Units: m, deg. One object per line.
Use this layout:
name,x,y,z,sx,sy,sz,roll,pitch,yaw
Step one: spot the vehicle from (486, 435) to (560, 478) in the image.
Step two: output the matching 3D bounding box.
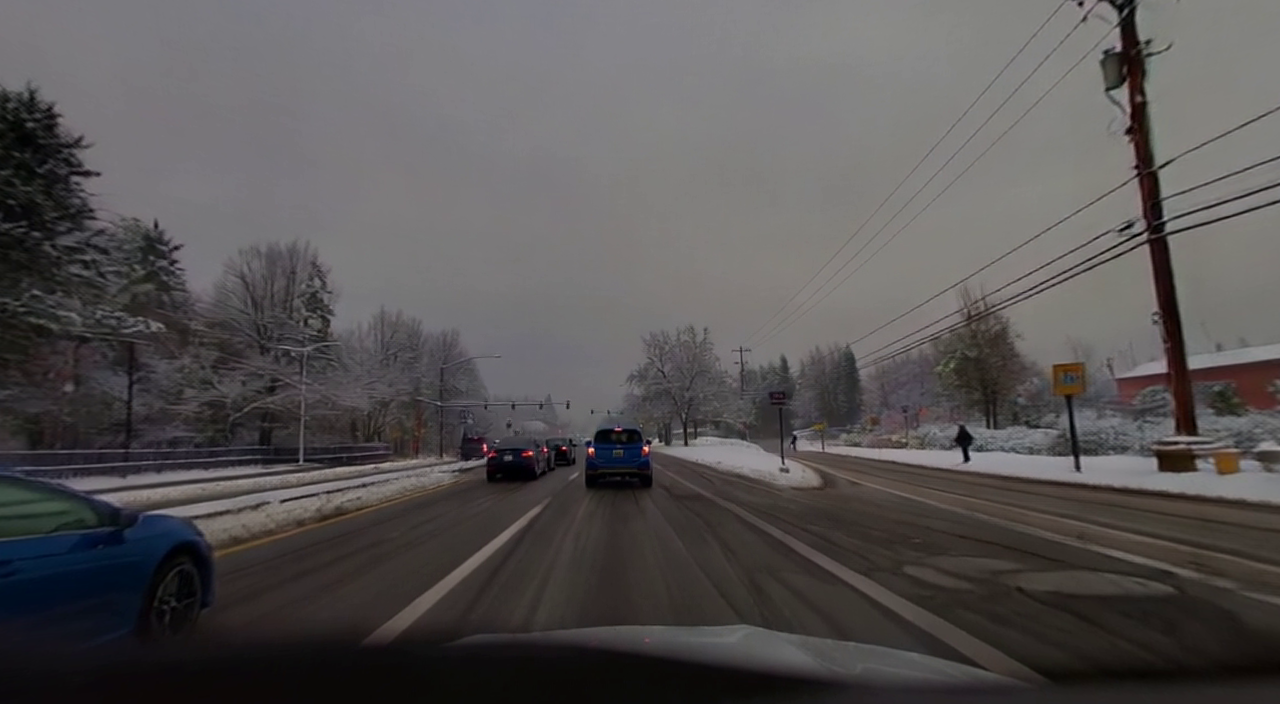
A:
vehicle,-4.390,3.999,24.392,2.087,1.485,4.452,0,-8,-1

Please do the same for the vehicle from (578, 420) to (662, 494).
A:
vehicle,-0.534,2.825,17.270,2.012,1.769,3.897,0,-8,-2

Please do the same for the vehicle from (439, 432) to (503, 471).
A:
vehicle,-7.599,4.506,28.779,1.860,1.634,4.089,0,-8,-2

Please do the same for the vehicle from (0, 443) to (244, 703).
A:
vehicle,-3.609,0.950,1.984,1.865,1.314,4.461,0,-8,0
